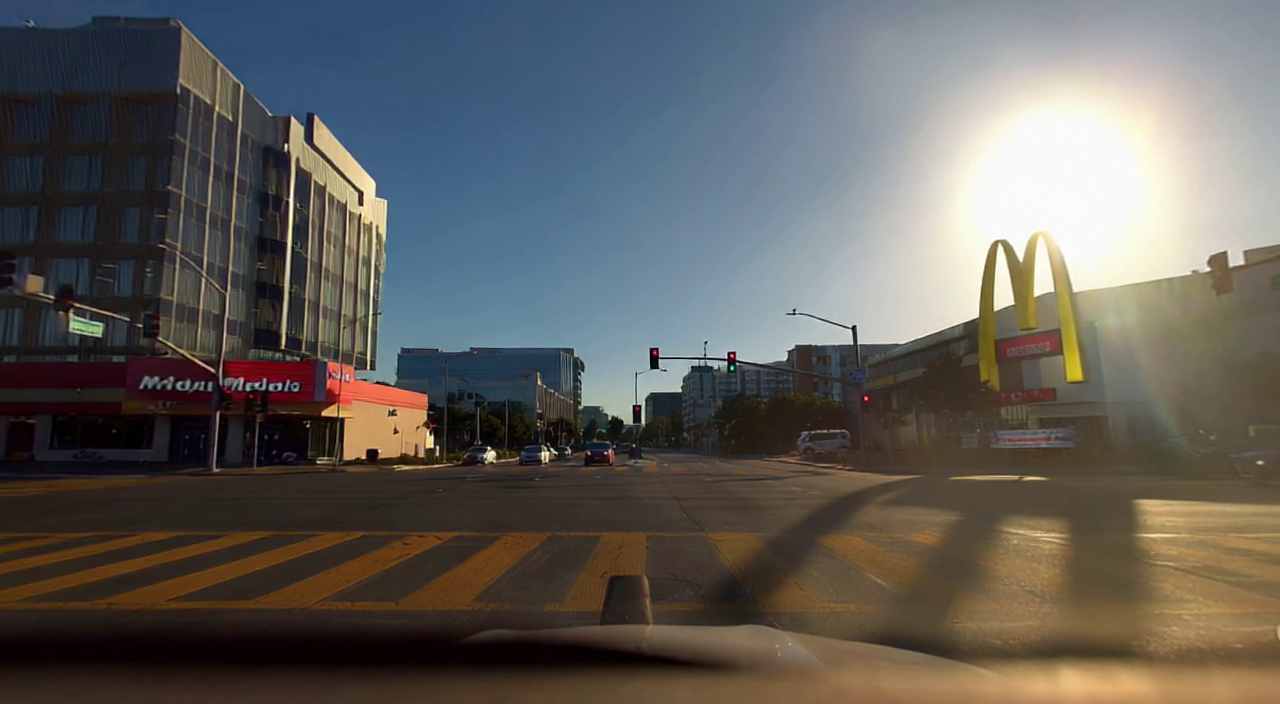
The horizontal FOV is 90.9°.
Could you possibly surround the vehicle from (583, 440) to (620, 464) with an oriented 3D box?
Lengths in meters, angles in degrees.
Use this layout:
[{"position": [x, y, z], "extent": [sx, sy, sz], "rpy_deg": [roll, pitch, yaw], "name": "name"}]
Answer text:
[{"position": [-2.501, 6.639, 41.957], "extent": [2.104, 1.468, 4.195], "rpy_deg": [0, -8, 1], "name": "vehicle"}]
